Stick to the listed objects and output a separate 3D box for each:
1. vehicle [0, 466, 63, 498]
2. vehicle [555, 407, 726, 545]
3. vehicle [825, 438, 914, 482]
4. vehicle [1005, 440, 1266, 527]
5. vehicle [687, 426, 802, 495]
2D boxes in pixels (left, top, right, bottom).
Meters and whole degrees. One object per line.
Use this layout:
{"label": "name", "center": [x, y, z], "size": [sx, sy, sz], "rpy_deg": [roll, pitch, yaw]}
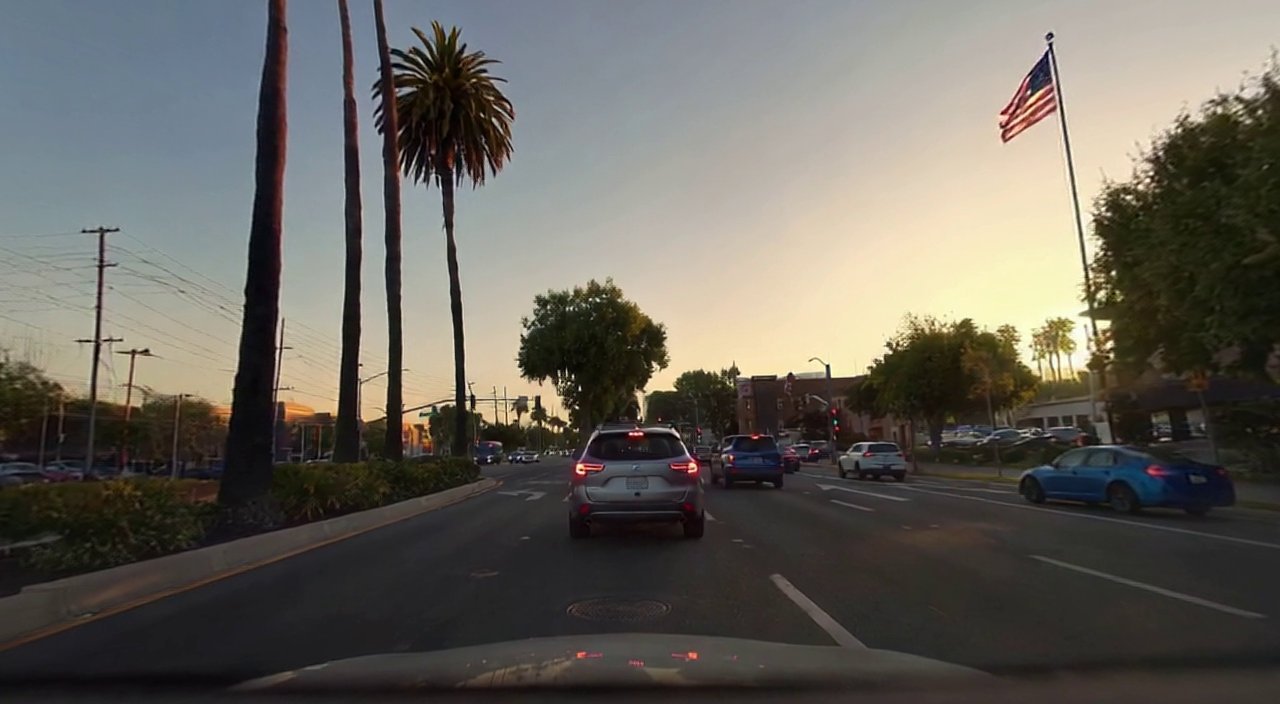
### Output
{"label": "vehicle", "center": [-45.824, 9.270, 45.233], "size": [6.410, 2.078, 2.584], "rpy_deg": [0, -9, 0]}
{"label": "vehicle", "center": [-0.032, 2.088, 11.257], "size": [2.402, 1.938, 4.535], "rpy_deg": [0, -9, -1]}
{"label": "vehicle", "center": [10.071, 4.763, 28.196], "size": [2.155, 1.779, 4.582], "rpy_deg": [0, -9, -1]}
{"label": "vehicle", "center": [9.850, 2.604, 13.135], "size": [1.967, 1.485, 4.267], "rpy_deg": [0, -9, 1]}
{"label": "vehicle", "center": [3.312, 3.658, 21.747], "size": [2.773, 2.021, 6.212], "rpy_deg": [0, -9, -1]}
